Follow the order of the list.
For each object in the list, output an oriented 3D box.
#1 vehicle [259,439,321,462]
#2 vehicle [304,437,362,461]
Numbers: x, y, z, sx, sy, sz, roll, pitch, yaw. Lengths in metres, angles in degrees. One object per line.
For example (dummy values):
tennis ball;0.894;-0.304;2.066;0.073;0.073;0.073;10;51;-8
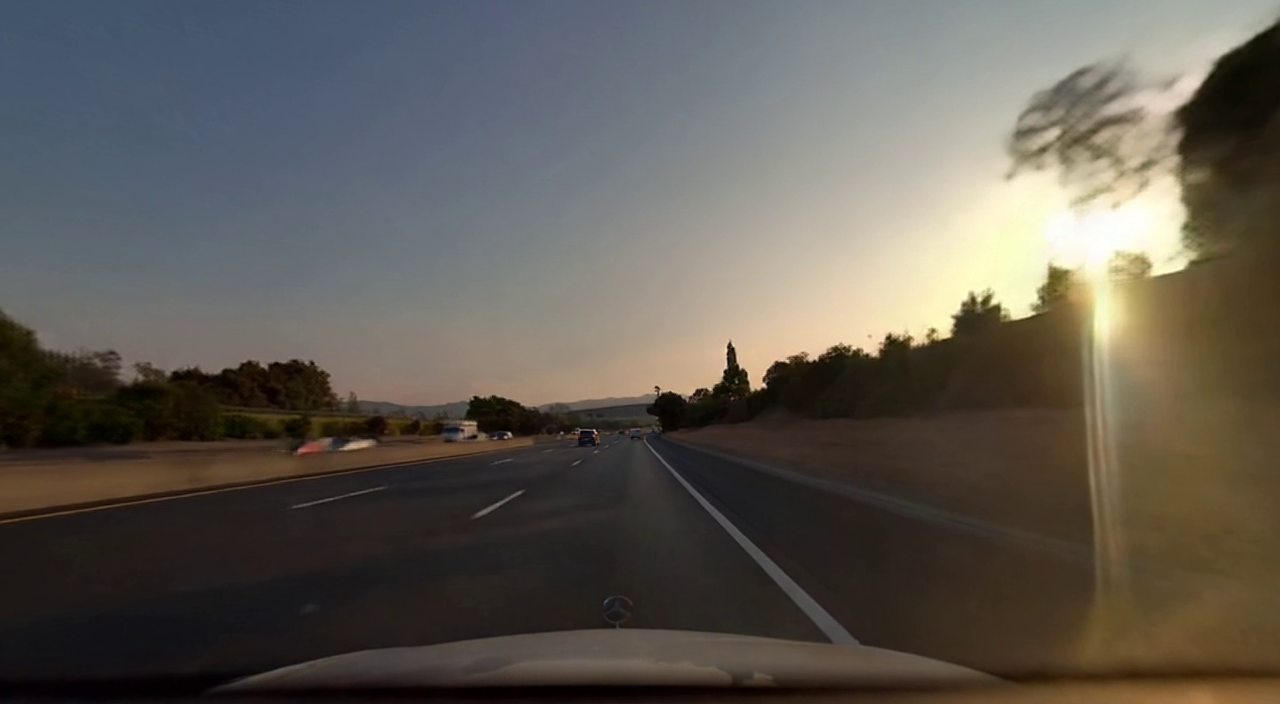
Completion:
vehicle;-24.034;6.744;43.319;1.801;1.488;4.289;0;-8;-1
vehicle;-20.165;6.376;41.453;1.794;1.485;3.905;0;-8;0
